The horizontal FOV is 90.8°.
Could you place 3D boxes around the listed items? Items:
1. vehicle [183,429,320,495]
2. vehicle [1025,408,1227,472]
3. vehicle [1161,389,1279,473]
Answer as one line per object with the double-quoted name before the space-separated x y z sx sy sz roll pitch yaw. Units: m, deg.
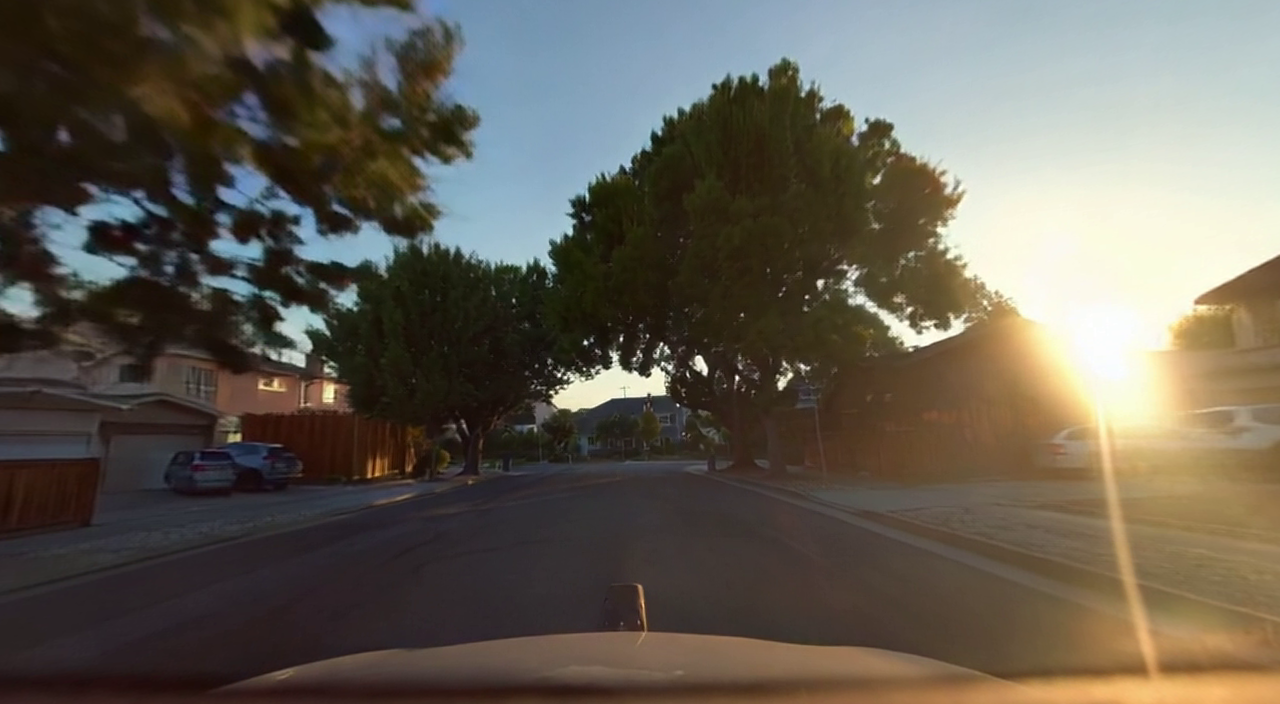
"vehicle" -12.469 3.470 20.167 4.656 1.835 2.039 -7 -11 37
"vehicle" 13.104 2.446 17.341 3.780 1.601 2.025 -2 -9 13
"vehicle" 14.453 1.727 13.750 4.261 1.725 1.955 -4 -9 20
